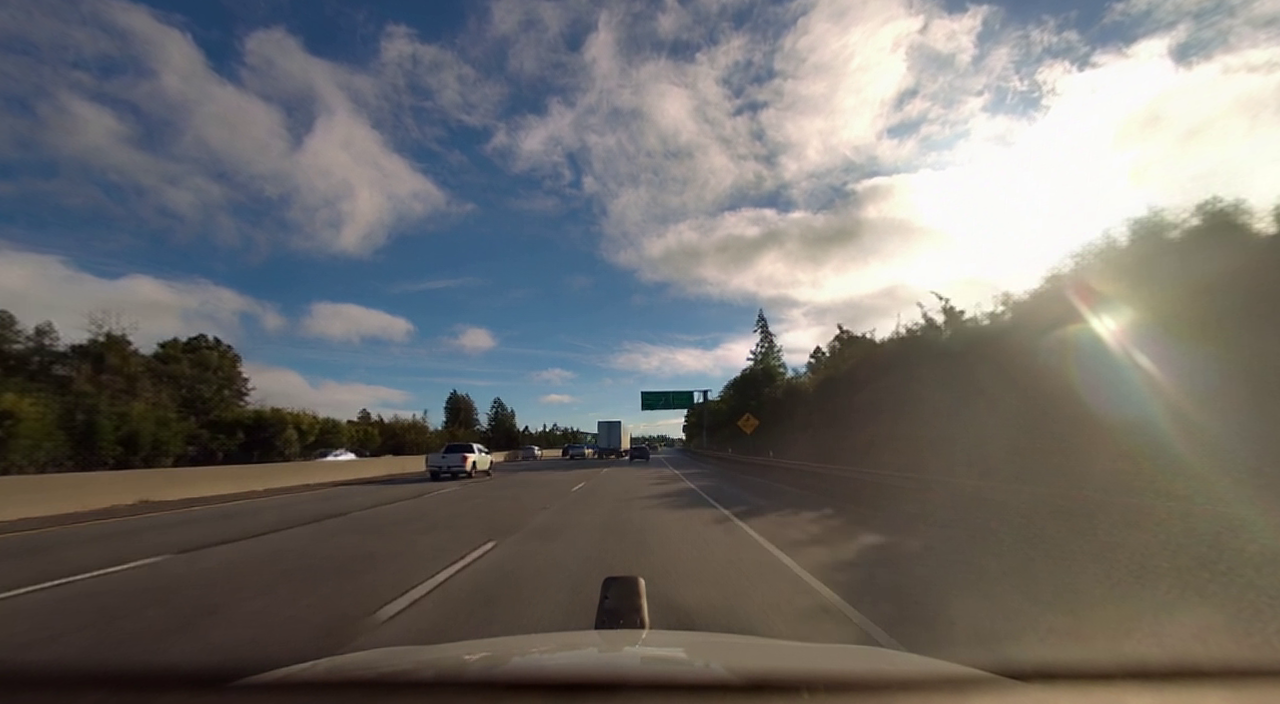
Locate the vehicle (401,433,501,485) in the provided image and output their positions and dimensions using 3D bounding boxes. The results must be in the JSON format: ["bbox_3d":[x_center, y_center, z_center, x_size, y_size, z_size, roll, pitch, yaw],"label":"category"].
[{"bbox_3d":[-7.189,4.130,24.679,2.115,1.778,5.572,0,-8,1],"label":"vehicle"}]

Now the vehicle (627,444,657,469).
[{"bbox_3d":[0.147,7.035,42.619,1.931,1.528,4.126,0,-8,1],"label":"vehicle"}]
